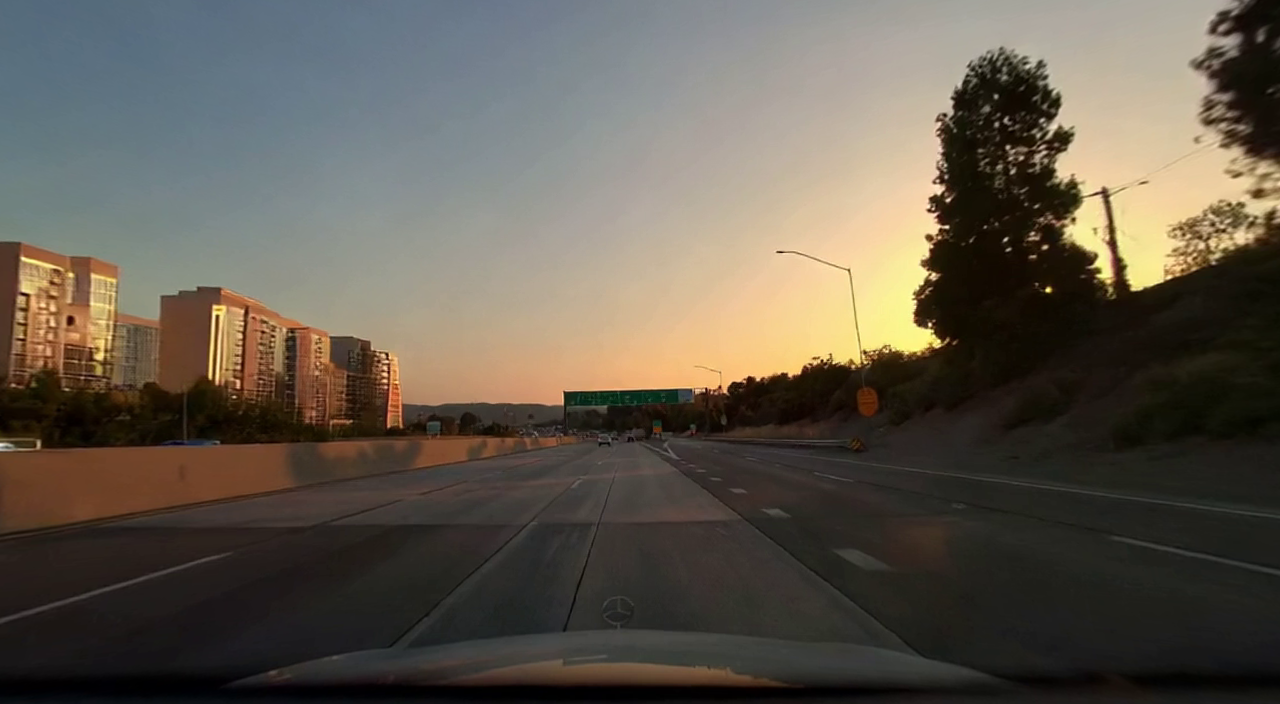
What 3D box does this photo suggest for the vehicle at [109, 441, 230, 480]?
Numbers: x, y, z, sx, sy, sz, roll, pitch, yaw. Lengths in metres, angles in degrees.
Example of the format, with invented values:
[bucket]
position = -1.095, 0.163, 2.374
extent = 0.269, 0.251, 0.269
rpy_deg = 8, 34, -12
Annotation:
[vehicle]
position = -20.064, 4.599, 27.074
extent = 1.877, 1.522, 4.259
rpy_deg = 0, -8, 0
